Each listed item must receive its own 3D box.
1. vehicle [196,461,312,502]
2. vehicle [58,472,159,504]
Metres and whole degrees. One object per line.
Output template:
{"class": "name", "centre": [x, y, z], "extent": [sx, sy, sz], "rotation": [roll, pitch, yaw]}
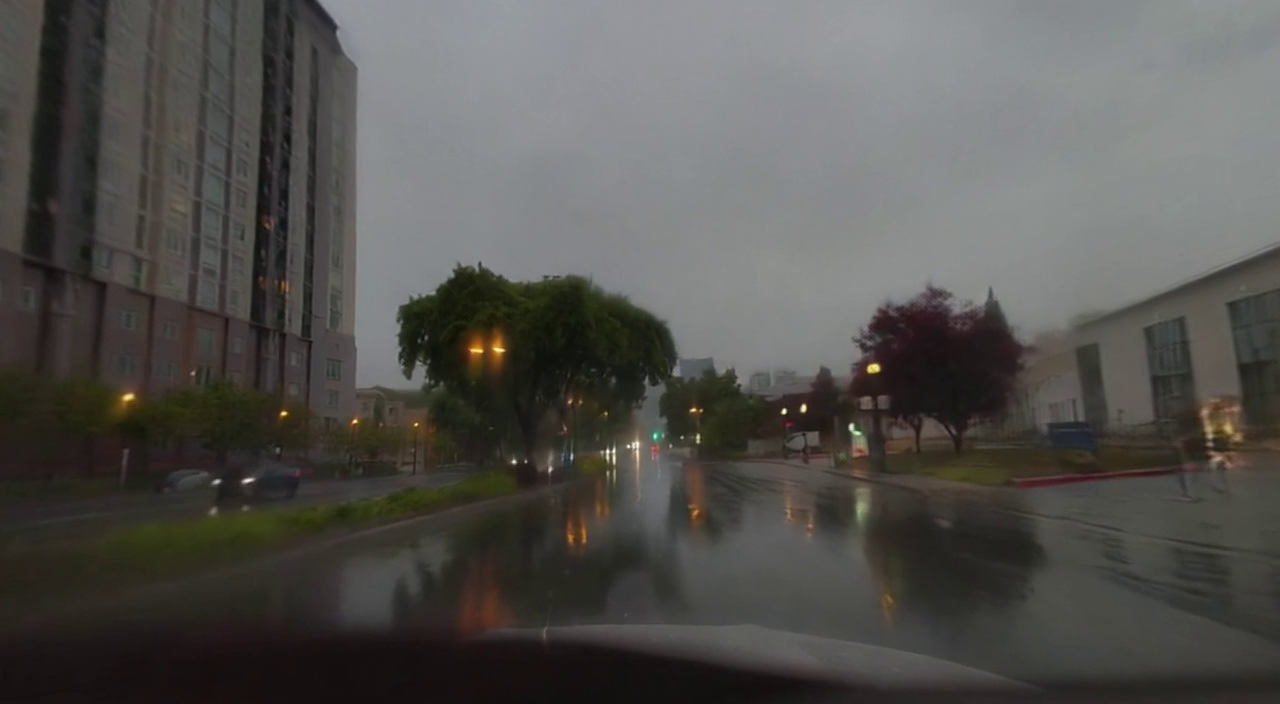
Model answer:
{"class": "vehicle", "centre": [-16.746, 5.616, 27.690], "extent": [1.878, 1.492, 4.648], "rotation": [-1, -8, 5]}
{"class": "vehicle", "centre": [-30.043, 7.667, 35.818], "extent": [1.799, 1.473, 4.490], "rotation": [0, -8, 0]}
